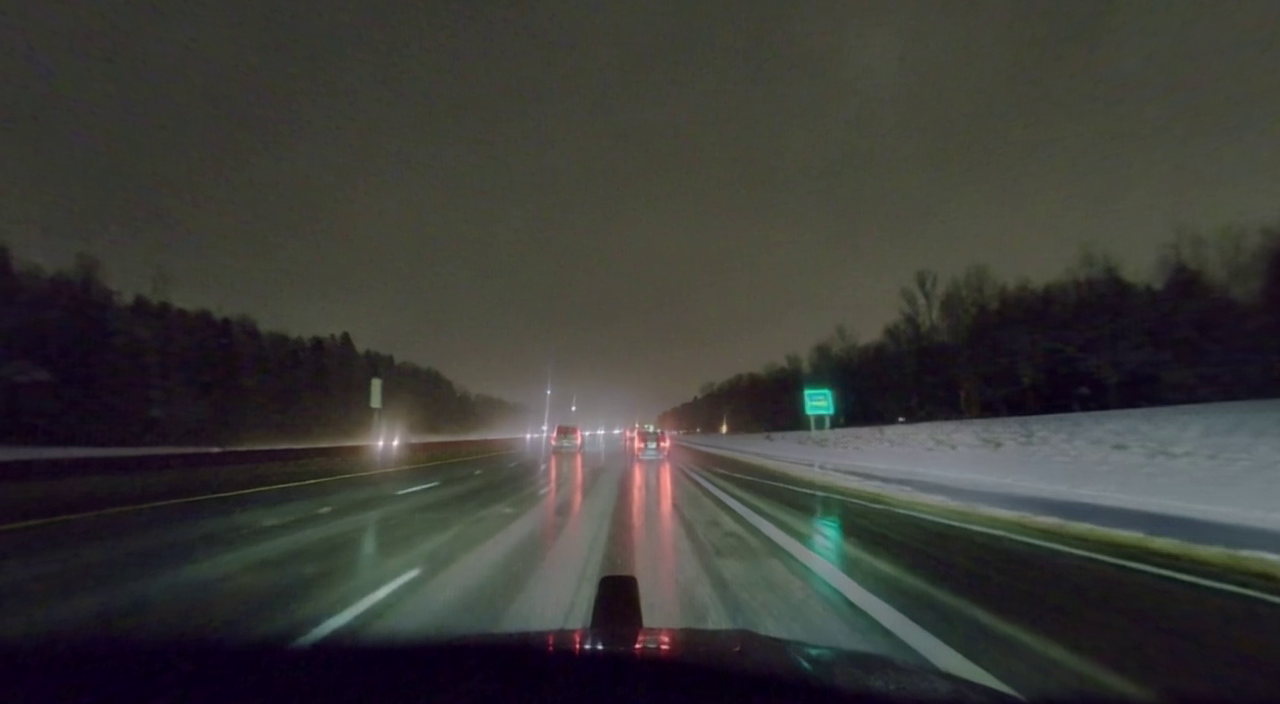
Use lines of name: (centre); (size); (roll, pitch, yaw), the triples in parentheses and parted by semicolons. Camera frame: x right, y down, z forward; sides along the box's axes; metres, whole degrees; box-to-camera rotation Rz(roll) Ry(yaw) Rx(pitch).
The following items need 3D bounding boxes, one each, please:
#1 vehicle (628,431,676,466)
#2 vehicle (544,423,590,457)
vehicle: (0.466, 4.385, 28.877); (1.948, 1.470, 3.913); (0, -8, -3)
vehicle: (-4.334, 5.322, 38.071); (2.251, 1.938, 4.708); (0, -8, 0)
